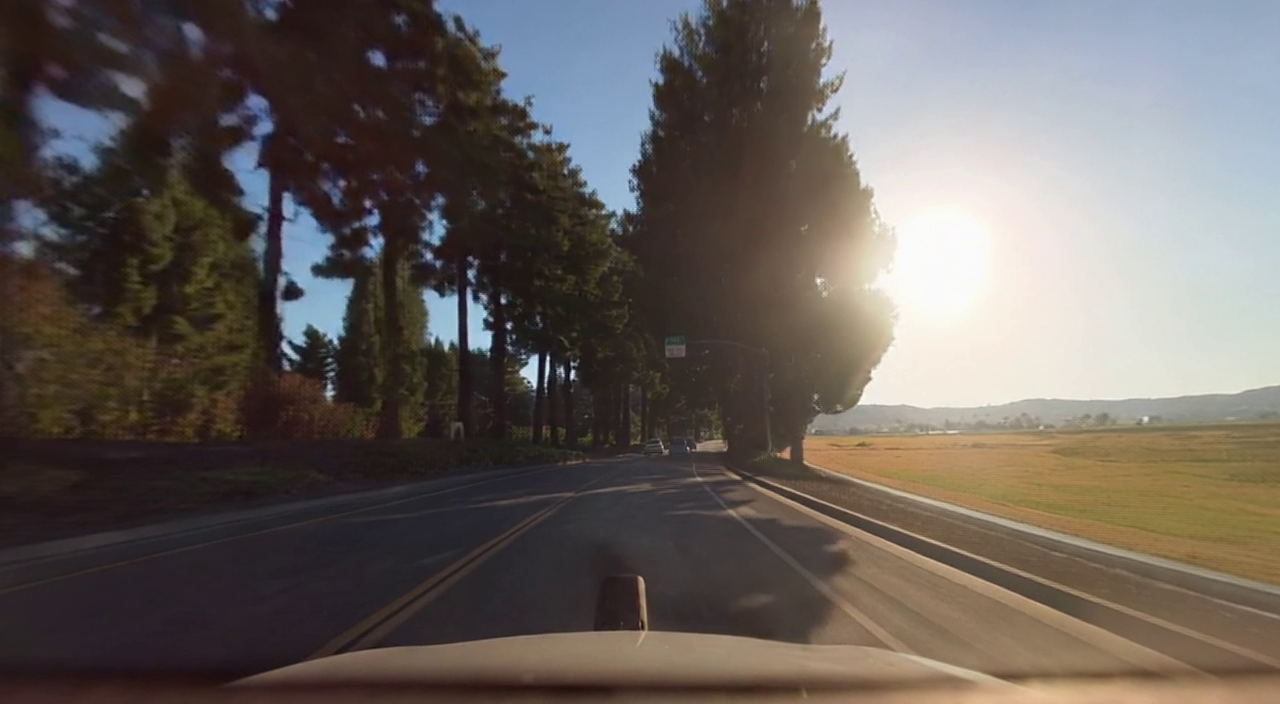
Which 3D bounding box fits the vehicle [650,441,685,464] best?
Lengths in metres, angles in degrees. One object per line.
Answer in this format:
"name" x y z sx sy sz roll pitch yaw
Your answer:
"vehicle" 1.904 6.774 42.818 2.071 1.474 4.047 -1 -8 6
